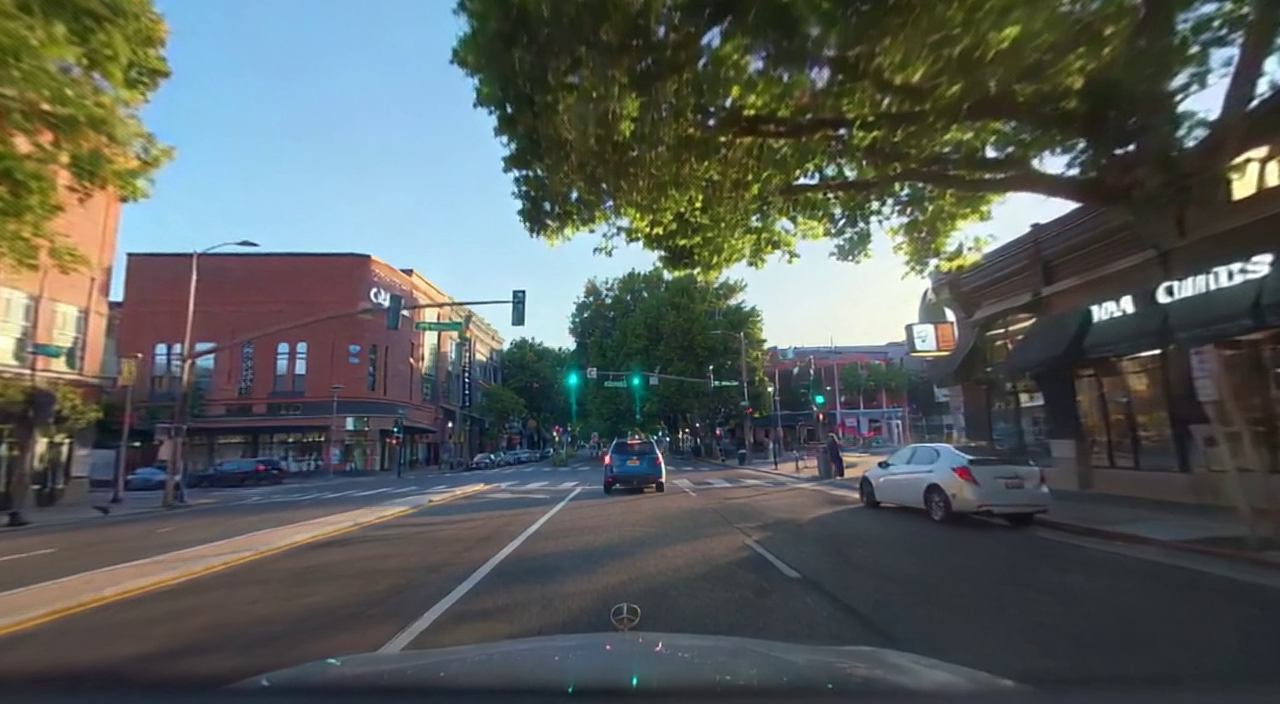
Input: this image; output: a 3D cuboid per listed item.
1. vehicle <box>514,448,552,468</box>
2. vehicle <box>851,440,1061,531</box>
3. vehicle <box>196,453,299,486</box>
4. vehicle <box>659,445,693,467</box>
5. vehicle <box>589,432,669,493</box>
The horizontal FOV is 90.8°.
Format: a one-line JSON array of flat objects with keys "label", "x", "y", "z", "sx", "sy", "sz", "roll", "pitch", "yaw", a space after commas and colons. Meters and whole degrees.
[{"label": "vehicle", "x": -8.398, "y": 8.374, "z": 49.961, "sx": 2.152, "sy": 1.468, "sz": 4.737, "roll": 0, "pitch": -9, "yaw": 0}, {"label": "vehicle", "x": 6.059, "y": 2.579, "z": 12.832, "sx": 1.986, "sy": 1.515, "sz": 4.265, "roll": 0, "pitch": -9, "yaw": -1}, {"label": "vehicle", "x": -21.863, "y": 6.520, "z": 35.273, "sx": 4.427, "sy": 1.757, "sz": 2.125, "roll": -1, "pitch": -9, "yaw": 9}, {"label": "vehicle", "x": 2.608, "y": 7.647, "z": 46.580, "sx": 2.209, "sy": 1.478, "sz": 4.138, "roll": 0, "pitch": -9, "yaw": -1}, {"label": "vehicle", "x": -0.367, "y": 3.654, "z": 21.224, "sx": 2.382, "sy": 1.796, "sz": 4.610, "roll": 0, "pitch": -9, "yaw": -1}]
